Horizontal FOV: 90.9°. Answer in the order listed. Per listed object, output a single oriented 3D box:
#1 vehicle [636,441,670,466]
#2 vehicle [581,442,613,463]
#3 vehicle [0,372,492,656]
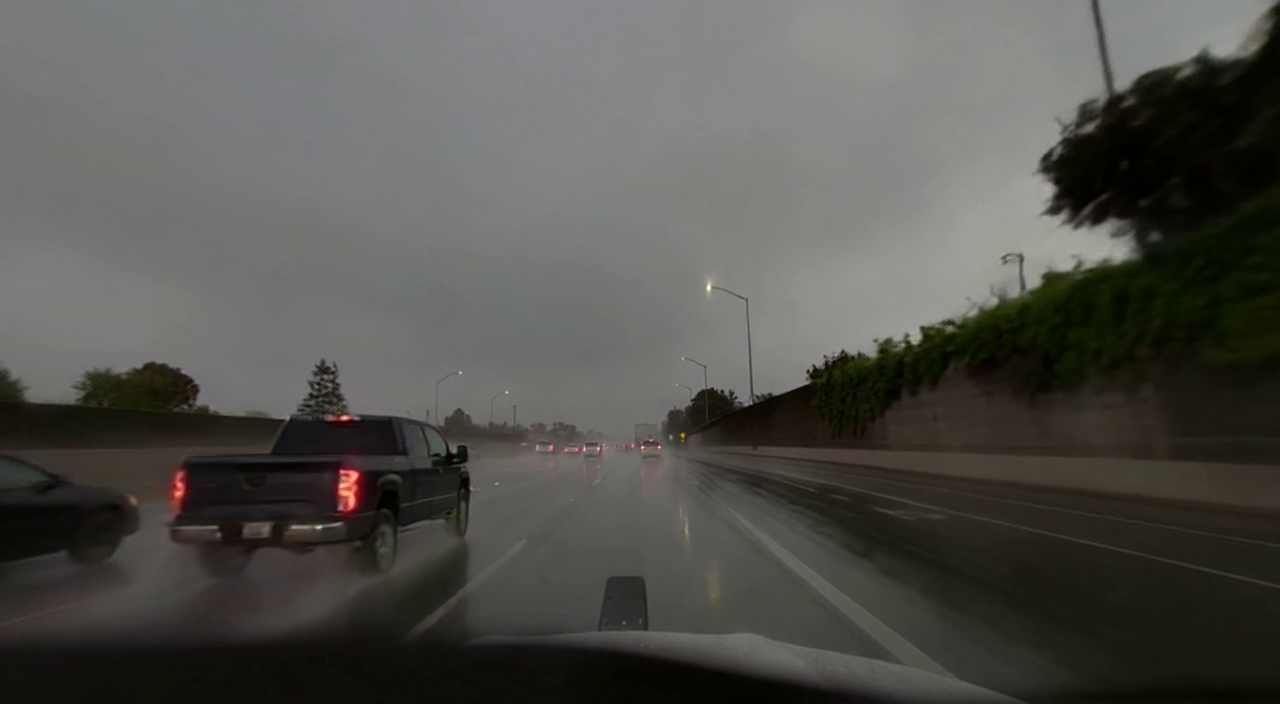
[{"bbox_3d":[0.801,6.475,40.539,2.073,1.480,4.343,0,-8,0],"label":"vehicle"},{"bbox_3d":[-3.151,7.424,46.952,2.056,1.480,4.022,-1,-8,1],"label":"vehicle"},{"bbox_3d":[-3.195,1.368,6.493,2.124,1.787,4.830,-1,-8,0],"label":"vehicle"}]
